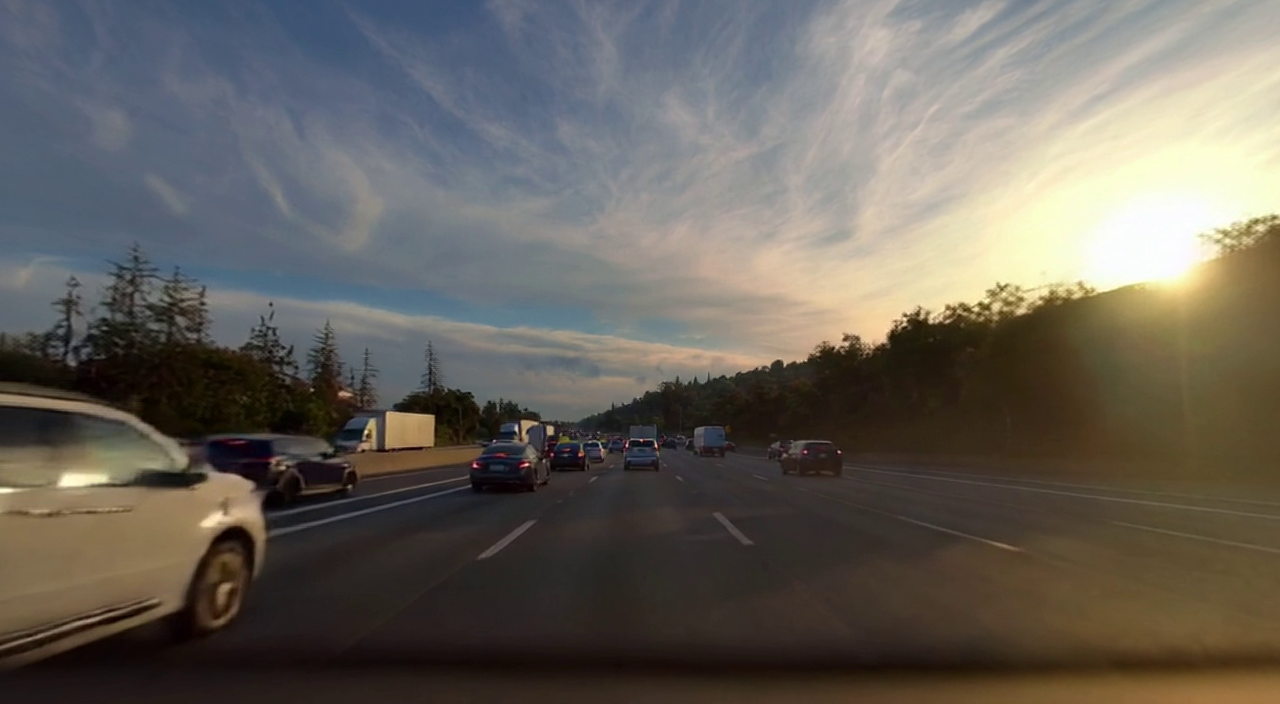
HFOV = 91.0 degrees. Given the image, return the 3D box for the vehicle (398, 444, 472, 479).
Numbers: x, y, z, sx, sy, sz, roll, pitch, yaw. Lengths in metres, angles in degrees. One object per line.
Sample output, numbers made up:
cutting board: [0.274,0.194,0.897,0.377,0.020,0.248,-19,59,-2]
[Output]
vehicle: [-9.091,4.876,28.246,1.827,1.472,3.962,0,-9,2]

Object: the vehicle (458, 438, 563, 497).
vehicle: [-3.534,3.242,18.036,2.025,1.449,4.190,0,-9,1]

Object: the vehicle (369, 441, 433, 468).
vehicle: [-15.271,6.609,40.558,2.021,1.607,4.979,0,-9,2]

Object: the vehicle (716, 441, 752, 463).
vehicle: [6.611,7.078,44.507,1.895,1.488,4.254,0,-9,0]

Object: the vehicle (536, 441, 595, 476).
vehicle: [-3.381,4.931,29.403,2.098,1.463,4.578,0,-9,1]

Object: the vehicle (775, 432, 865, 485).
vehicle: [6.472,3.877,23.225,1.992,1.745,4.329,0,-9,-1]

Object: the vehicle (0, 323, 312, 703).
vehicle: [-3.571,0.769,2.568,2.012,1.734,4.510,0,-9,0]

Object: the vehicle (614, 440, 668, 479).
vehicle: [0.040,4.394,25.958,2.053,1.461,3.941,0,-9,0]
